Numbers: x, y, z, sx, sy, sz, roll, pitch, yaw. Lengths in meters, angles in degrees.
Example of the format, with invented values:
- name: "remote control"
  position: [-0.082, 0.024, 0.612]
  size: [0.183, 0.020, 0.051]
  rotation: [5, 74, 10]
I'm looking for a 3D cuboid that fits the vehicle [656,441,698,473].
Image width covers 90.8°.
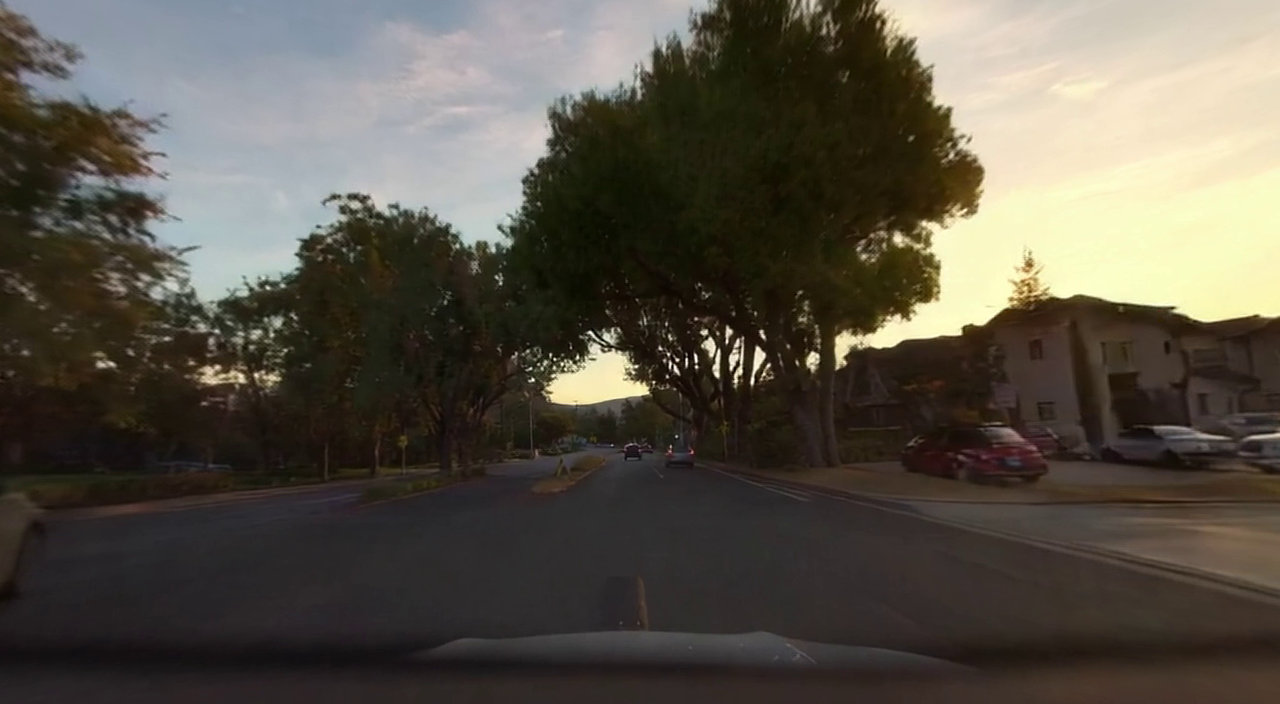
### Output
- name: "vehicle"
  position: [2.005, 5.796, 35.098]
  size: [2.003, 1.614, 4.072]
  rotation: [0, -8, -1]

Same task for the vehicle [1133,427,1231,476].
- name: "vehicle"
  position: [18.312, 3.322, 21.272]
  size: [2.106, 1.460, 4.389]
  rotation: [-8, -12, 43]

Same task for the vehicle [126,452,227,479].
- name: "vehicle"
  position: [-28.302, 6.929, 38.795]
  size: [4.796, 1.478, 1.947]
  rotation: [5, -10, -32]

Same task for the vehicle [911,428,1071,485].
- name: "vehicle"
  position: [10.670, 3.183, 19.471]
  size: [1.903, 1.569, 3.751]
  rotation: [5, -10, -33]

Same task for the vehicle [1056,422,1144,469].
- name: "vehicle"
  position: [18.379, 3.712, 25.181]
  size: [2.043, 1.691, 4.436]
  rotation: [-8, -12, 44]
